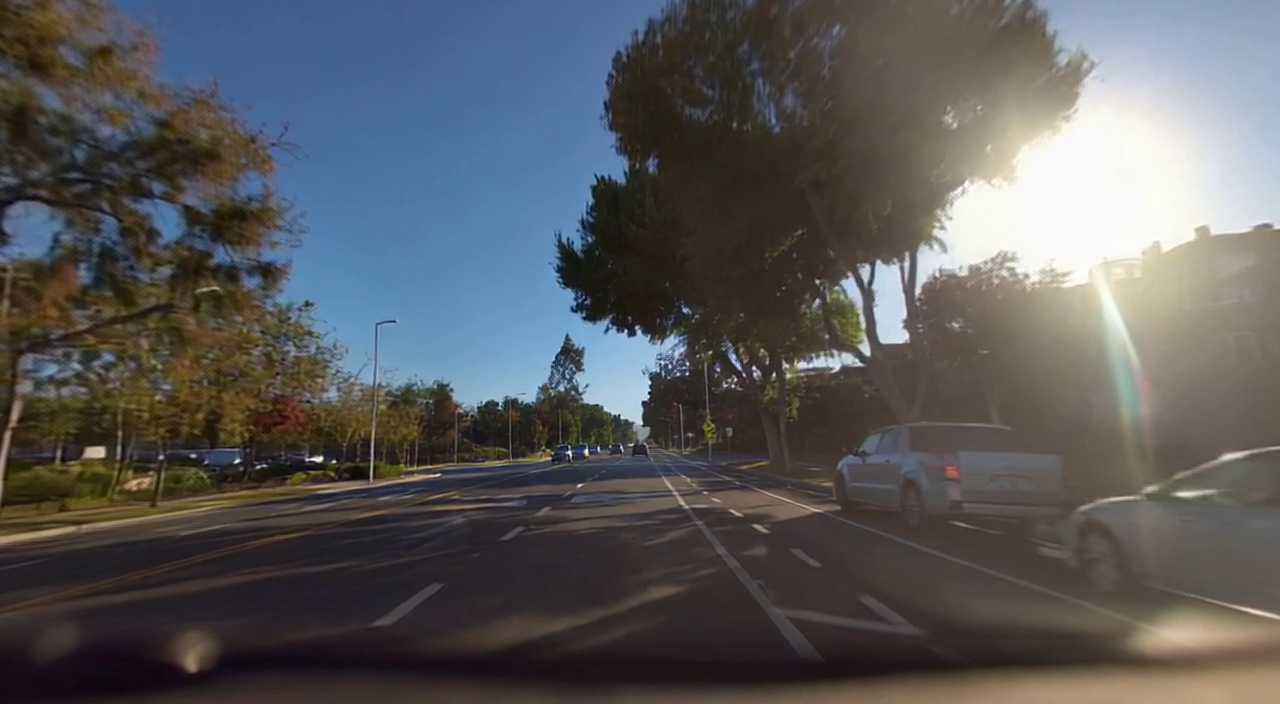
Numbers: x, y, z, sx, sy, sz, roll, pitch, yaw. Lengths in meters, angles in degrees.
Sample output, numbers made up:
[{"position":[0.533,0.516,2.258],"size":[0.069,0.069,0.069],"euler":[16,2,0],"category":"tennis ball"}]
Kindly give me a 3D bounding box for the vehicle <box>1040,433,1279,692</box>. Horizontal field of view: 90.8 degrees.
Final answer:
[{"position":[4.559,1.169,3.454],"size":[1.935,1.433,4.241],"euler":[0,-8,0],"category":"vehicle"}]

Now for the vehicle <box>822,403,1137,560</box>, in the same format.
[{"position":[4.768,1.907,10.107],"size":[2.115,1.843,5.141],"euler":[0,-8,-1],"category":"vehicle"}]

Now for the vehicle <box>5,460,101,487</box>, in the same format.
[{"position":[-35.664,7.348,38.518],"size":[3.854,1.476,1.842],"euler":[5,-10,-31],"category":"vehicle"}]
